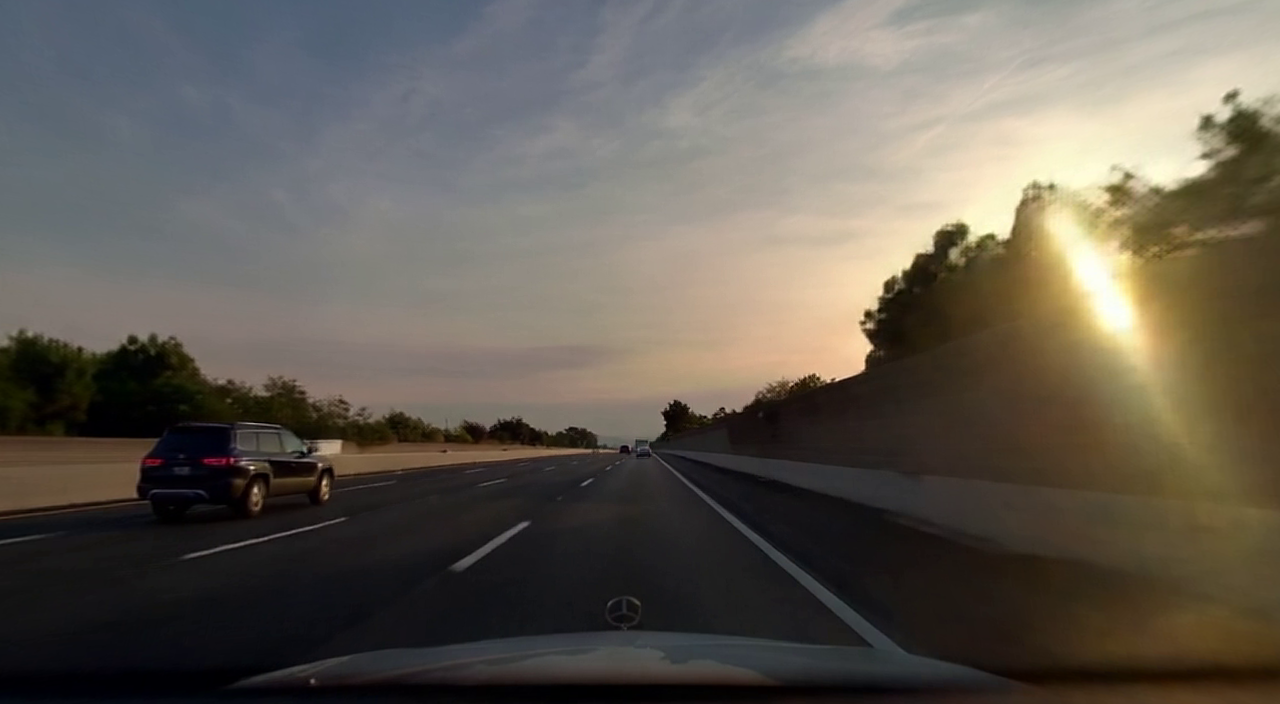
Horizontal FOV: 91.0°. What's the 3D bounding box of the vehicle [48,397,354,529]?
[{"bbox_3d":[-7.699,2.032,11.935,2.163,1.947,4.959,0,-9,0],"label":"vehicle"}]
